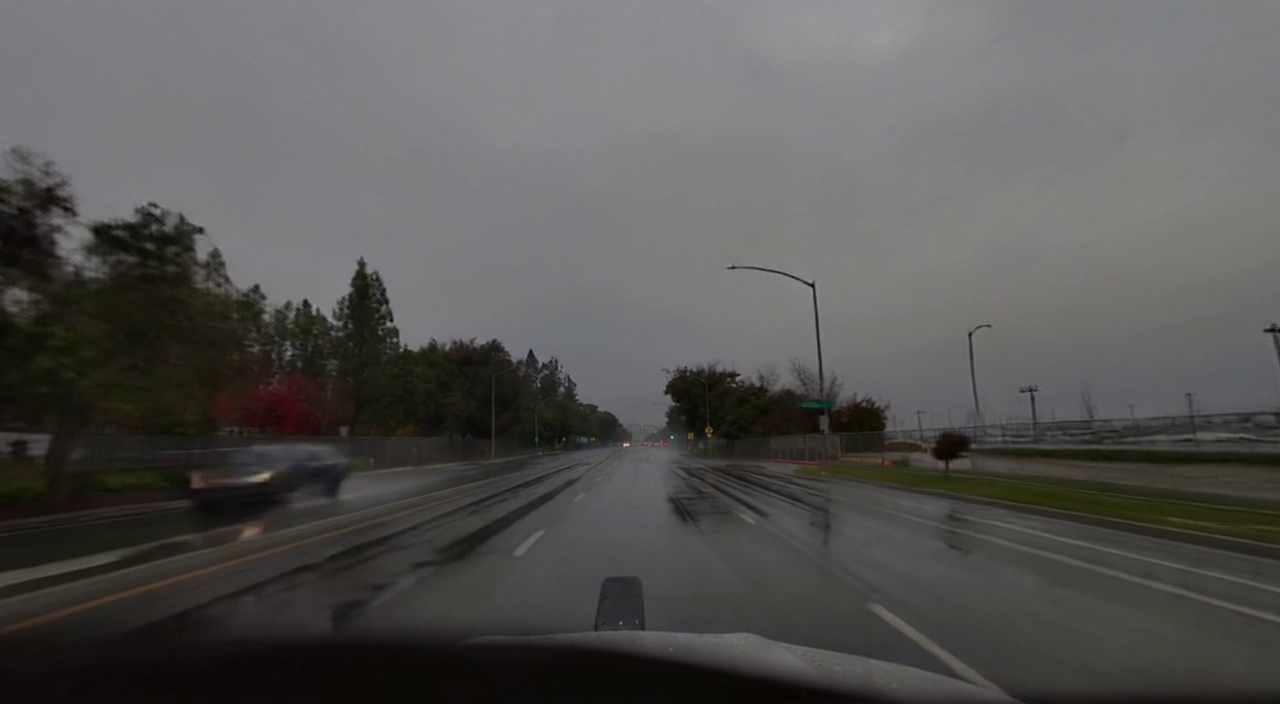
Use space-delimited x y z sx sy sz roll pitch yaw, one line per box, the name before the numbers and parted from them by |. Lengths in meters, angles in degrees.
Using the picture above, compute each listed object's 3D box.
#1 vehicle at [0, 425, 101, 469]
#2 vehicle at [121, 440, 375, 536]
vehicle | -48.629 7.436 48.986 10.897 3.109 2.847 -1 -8 0
vehicle | -7.210 2.504 12.437 2.055 1.478 4.842 0 -8 -2
